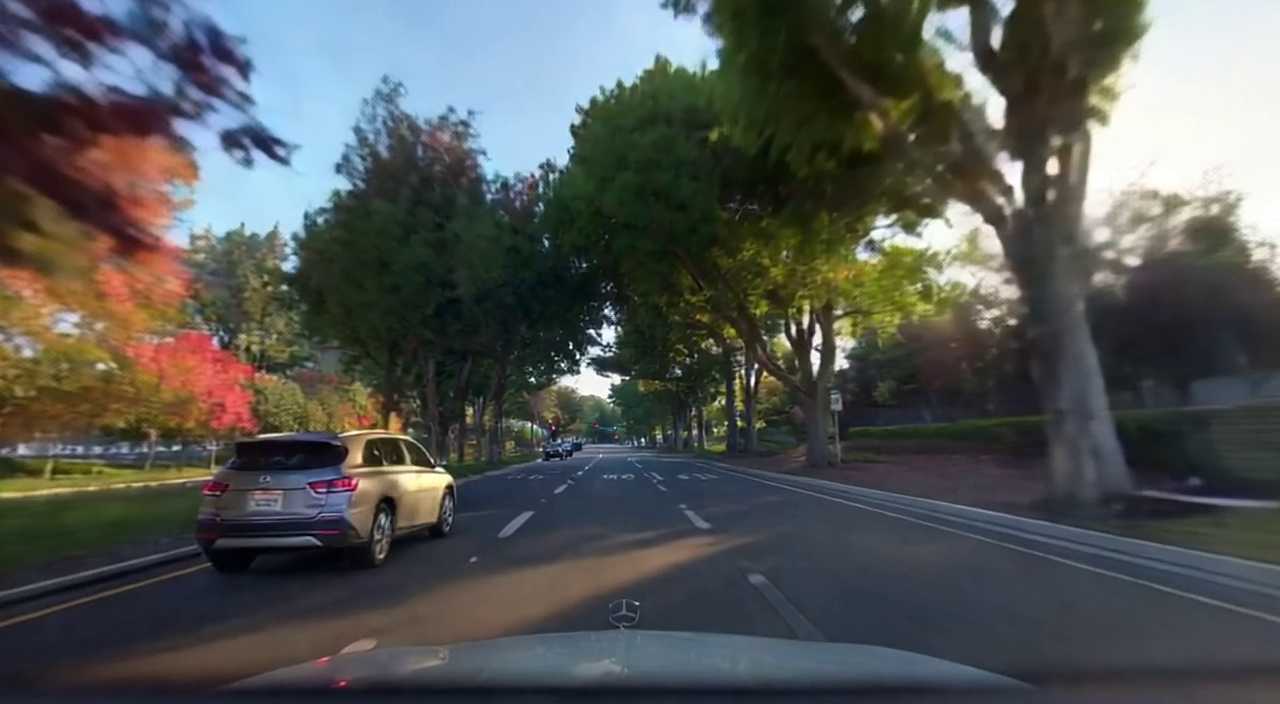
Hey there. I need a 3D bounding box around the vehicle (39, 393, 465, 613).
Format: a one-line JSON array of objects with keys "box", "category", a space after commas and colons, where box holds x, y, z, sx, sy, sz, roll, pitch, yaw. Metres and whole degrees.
[{"box": [-3.672, 1.508, 7.289, 2.067, 1.700, 4.561, 0, -8, -1], "category": "vehicle"}]
